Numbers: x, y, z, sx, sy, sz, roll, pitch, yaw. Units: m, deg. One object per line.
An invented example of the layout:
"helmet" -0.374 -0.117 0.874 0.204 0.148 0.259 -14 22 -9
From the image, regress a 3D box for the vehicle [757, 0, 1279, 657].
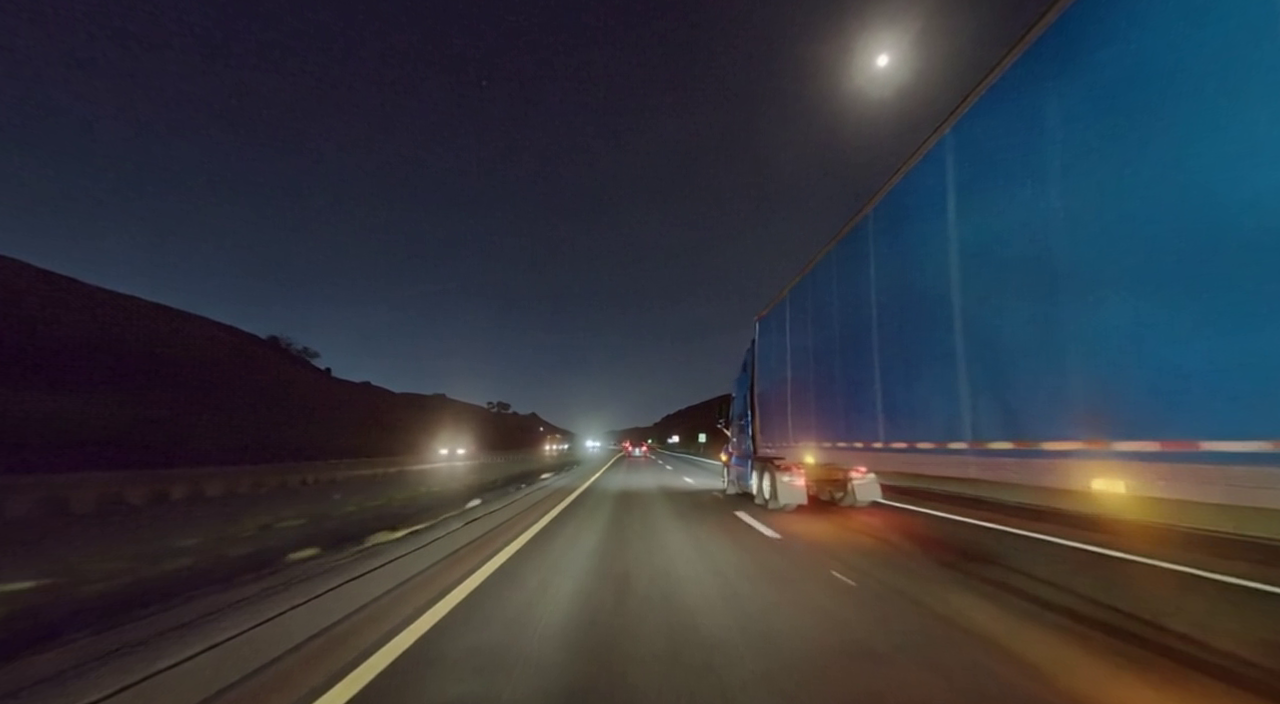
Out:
"vehicle" 4.147 0.385 9.029 2.859 4.378 10.032 0 -9 0
